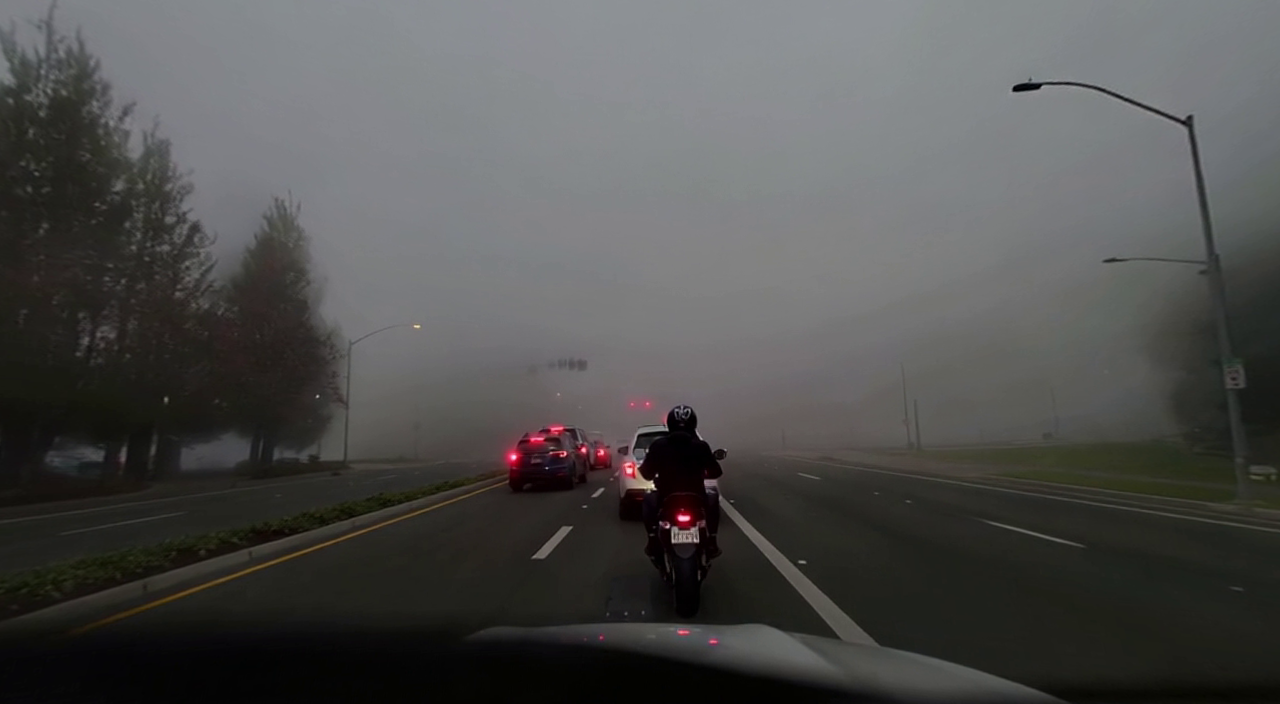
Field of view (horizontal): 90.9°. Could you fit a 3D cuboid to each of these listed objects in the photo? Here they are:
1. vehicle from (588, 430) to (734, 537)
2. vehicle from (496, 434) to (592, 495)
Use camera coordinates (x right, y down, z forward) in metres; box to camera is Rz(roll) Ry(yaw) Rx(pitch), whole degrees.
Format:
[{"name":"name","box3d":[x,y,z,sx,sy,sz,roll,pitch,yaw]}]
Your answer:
[{"name":"vehicle","box3d":[0.370,2.151,11.061,2.009,1.450,4.608,-1,-8,2]},{"name":"vehicle","box3d":[-2.535,3.082,17.628,1.979,1.499,3.840,-1,-8,2]}]
